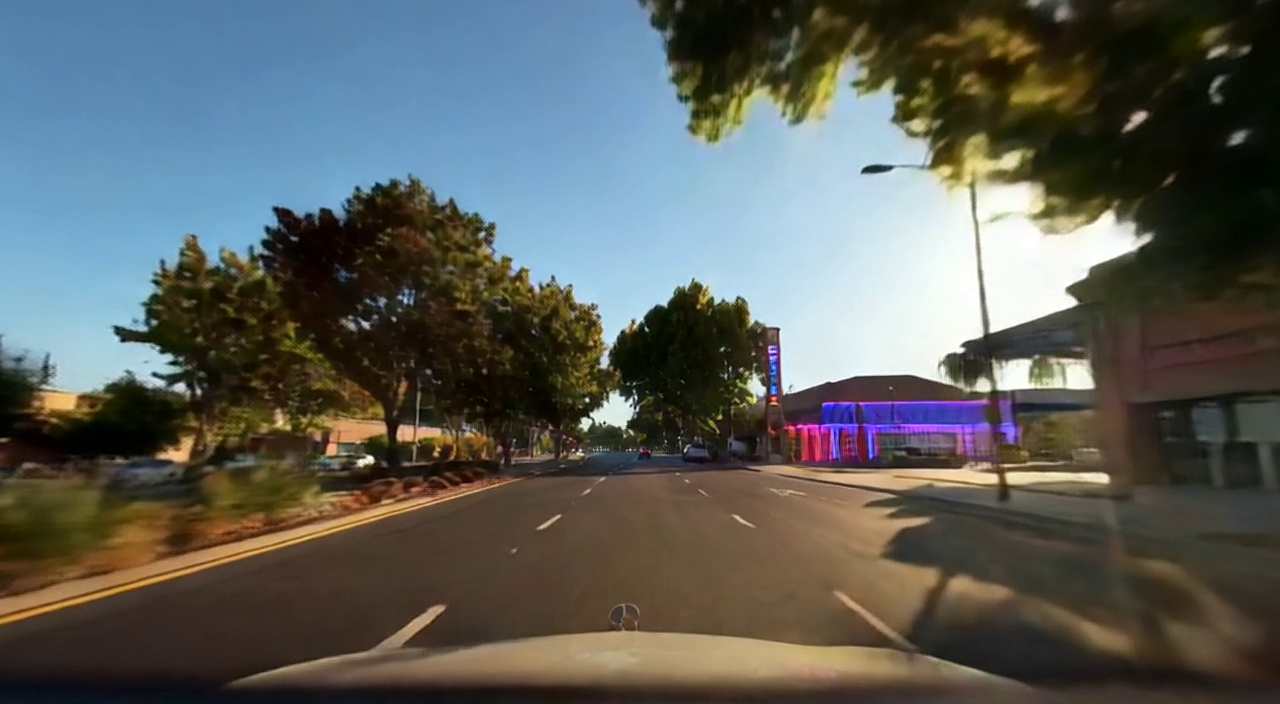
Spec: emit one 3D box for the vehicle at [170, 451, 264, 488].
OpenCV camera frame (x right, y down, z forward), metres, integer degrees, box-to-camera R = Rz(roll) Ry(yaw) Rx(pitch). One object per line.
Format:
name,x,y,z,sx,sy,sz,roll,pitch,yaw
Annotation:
vehicle,-22.430,6.254,33.728,1.902,1.609,4.689,-7,-10,-1

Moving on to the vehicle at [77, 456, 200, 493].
vehicle,-22.491,5.472,28.588,1.846,1.452,4.484,-1,-9,0

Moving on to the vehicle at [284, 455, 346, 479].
vehicle,-22.392,7.894,43.696,1.771,1.524,4.592,-1,-9,1
